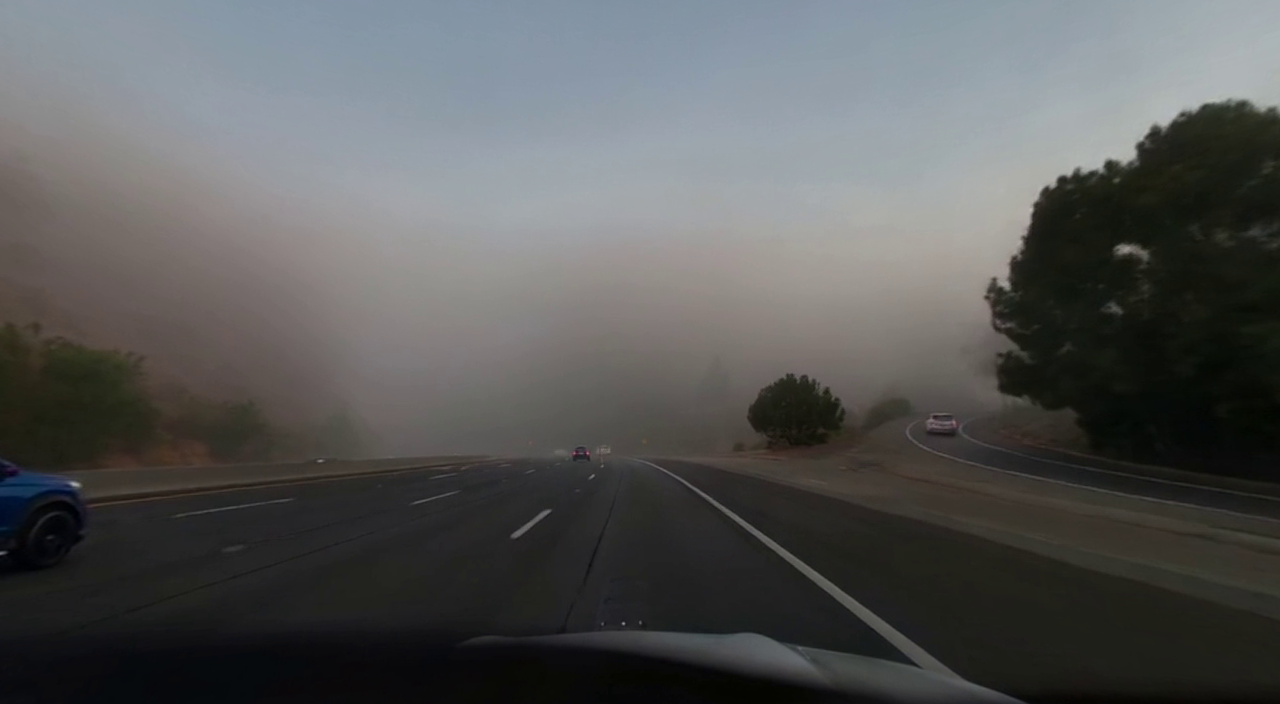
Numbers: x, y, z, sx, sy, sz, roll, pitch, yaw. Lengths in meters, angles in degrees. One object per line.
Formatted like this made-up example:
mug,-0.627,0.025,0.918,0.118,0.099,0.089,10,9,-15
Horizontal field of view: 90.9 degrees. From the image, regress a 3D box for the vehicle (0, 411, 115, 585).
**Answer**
vehicle,-7.386,1.308,5.265,2.046,1.712,4.533,0,-8,0
